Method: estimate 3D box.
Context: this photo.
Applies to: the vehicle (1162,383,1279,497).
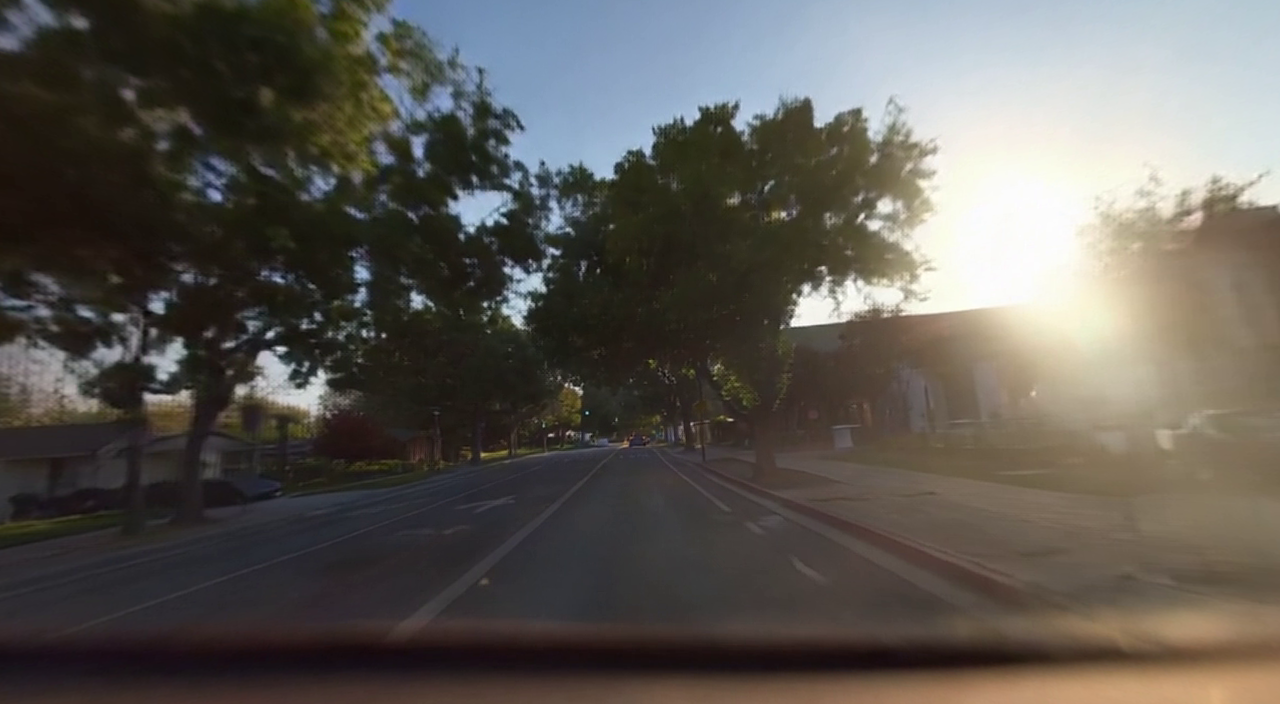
[{"bbox_3d":[11.039,1.280,9.558,2.001,1.744,4.449,-1,-10,-9],"label":"vehicle"}]
